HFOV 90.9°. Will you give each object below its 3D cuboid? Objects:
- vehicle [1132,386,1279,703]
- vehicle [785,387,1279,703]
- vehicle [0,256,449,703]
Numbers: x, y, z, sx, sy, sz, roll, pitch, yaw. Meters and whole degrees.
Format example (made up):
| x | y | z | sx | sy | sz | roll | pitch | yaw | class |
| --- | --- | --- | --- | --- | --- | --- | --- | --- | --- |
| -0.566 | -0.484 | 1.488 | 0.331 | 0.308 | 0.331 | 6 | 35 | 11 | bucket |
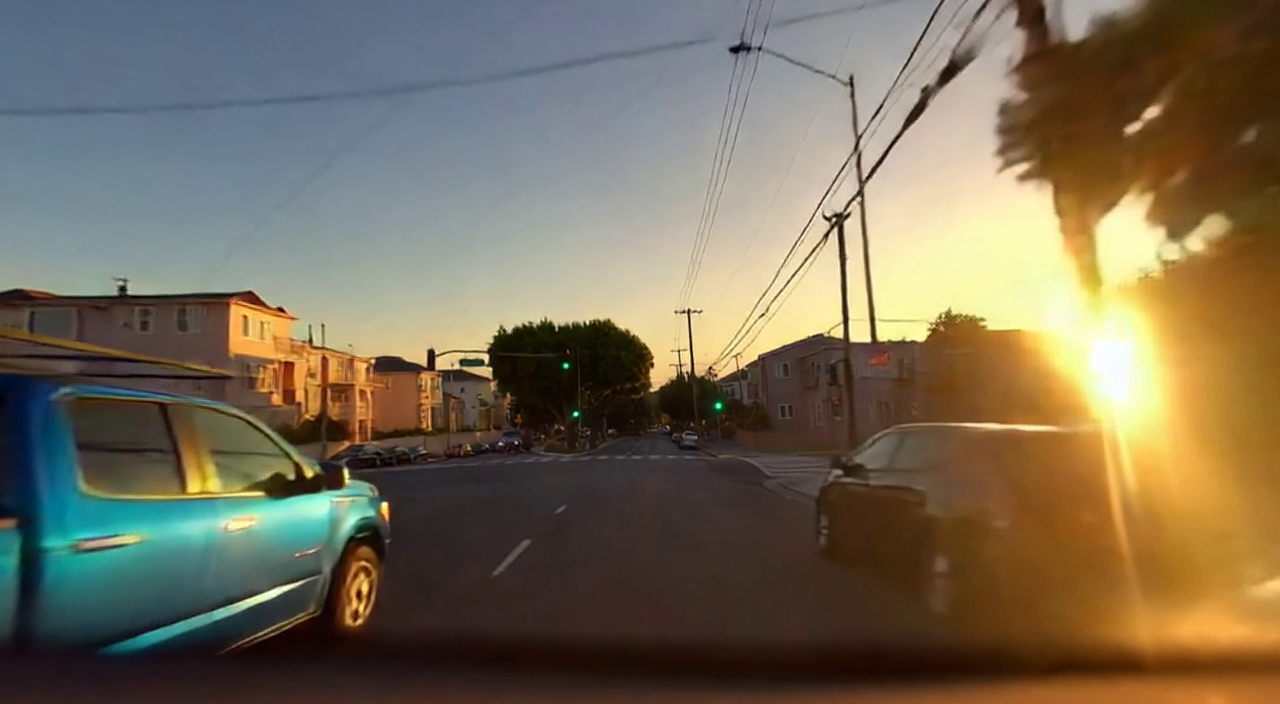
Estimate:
| x | y | z | sx | sy | sz | roll | pitch | yaw | class |
| --- | --- | --- | --- | --- | --- | --- | --- | --- | --- |
| 3.031 | 0.598 | 0.287 | 2.012 | 1.491 | 4.333 | 0 | -9 | -2 | vehicle |
| 2.963 | 1.346 | 5.602 | 2.132 | 1.601 | 4.924 | 0 | -9 | 0 | vehicle |
| -2.968 | 0.886 | 3.191 | 2.242 | 1.890 | 5.306 | -1 | -9 | 1 | vehicle |
